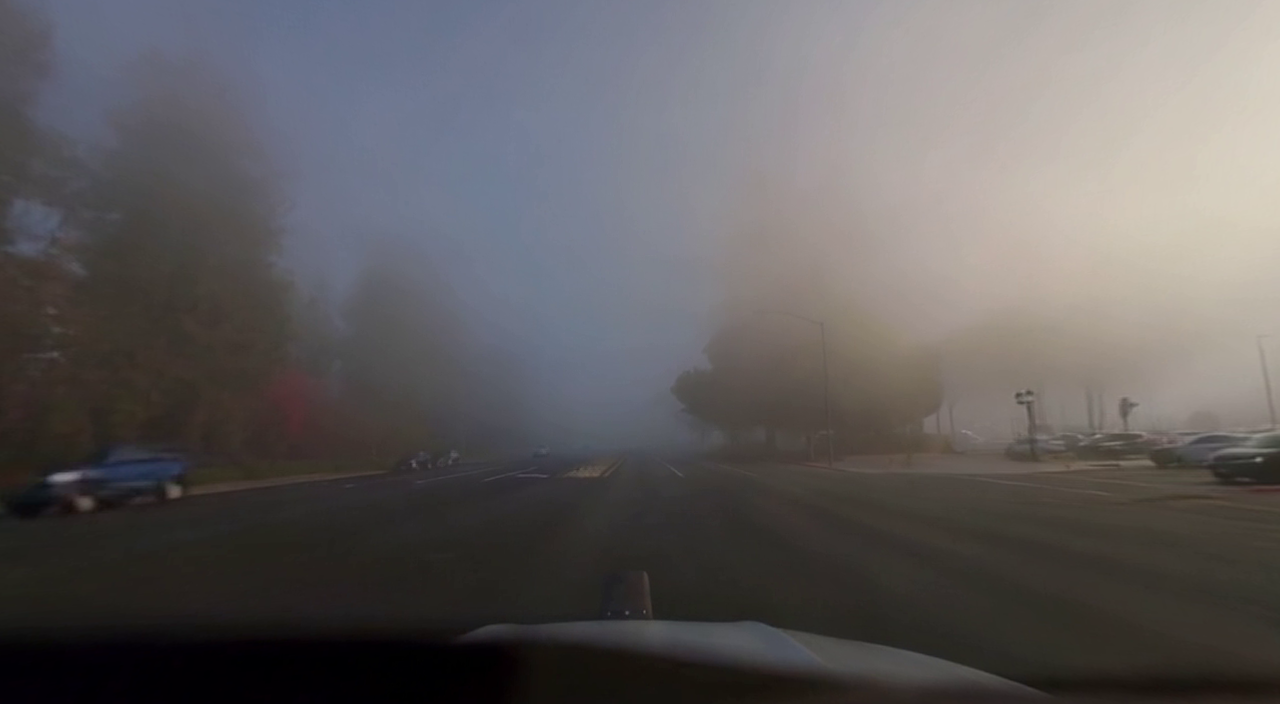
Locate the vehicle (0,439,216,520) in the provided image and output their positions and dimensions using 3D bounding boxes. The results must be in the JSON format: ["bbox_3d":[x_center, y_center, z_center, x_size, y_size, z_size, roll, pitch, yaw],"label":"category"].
[{"bbox_3d":[-15.475,3.511,18.232,2.209,1.931,5.813,0,-8,2],"label":"vehicle"}]

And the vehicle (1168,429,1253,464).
[{"bbox_3d":[29.987,4.970,33.074,5.036,1.698,2.031,6,-10,-35],"label":"vehicle"}]

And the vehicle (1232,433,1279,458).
[{"bbox_3d":[38.344,5.746,38.688,3.920,1.437,1.914,6,-10,-33],"label":"vehicle"}]
